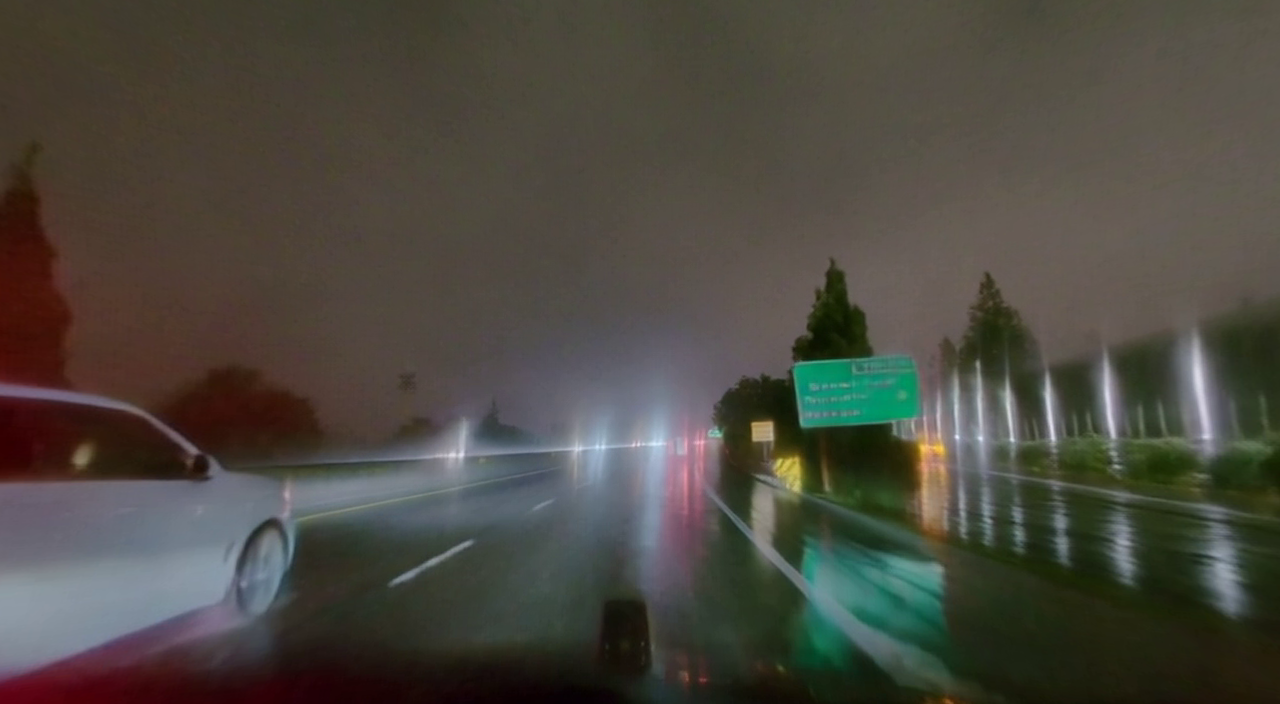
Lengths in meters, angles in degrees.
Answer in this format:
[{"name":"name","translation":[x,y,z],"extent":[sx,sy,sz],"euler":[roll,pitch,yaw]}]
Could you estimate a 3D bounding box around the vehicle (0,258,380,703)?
[{"name":"vehicle","translation":[-3.248,0.619,2.189],"extent":[2.143,1.851,5.817],"euler":[0,-9,1]}]
